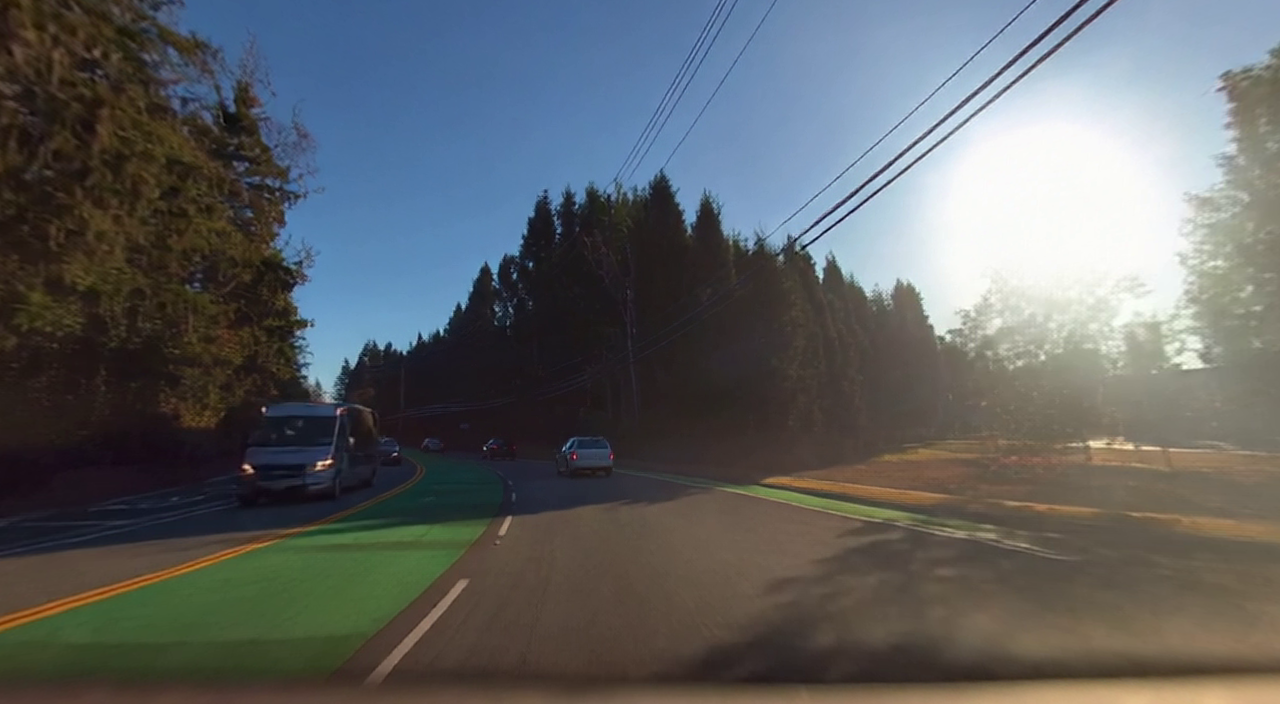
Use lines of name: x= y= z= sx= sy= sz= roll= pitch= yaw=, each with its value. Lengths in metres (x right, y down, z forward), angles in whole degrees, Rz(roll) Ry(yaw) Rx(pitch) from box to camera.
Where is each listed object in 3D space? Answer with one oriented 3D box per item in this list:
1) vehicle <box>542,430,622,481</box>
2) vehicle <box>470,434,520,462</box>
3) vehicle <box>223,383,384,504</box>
vehicle: x=-2.403 y=4.054 z=24.918 sx=2.140 sy=1.767 sz=4.720 roll=3 pitch=-9 yaw=-18
vehicle: x=-9.714 y=6.384 z=42.011 sx=2.075 sy=1.699 sz=4.520 roll=5 pitch=-10 yaw=-28
vehicle: x=-9.456 y=2.705 z=18.662 sx=2.413 sy=2.872 sz=6.823 roll=2 pitch=-9 yaw=-13
